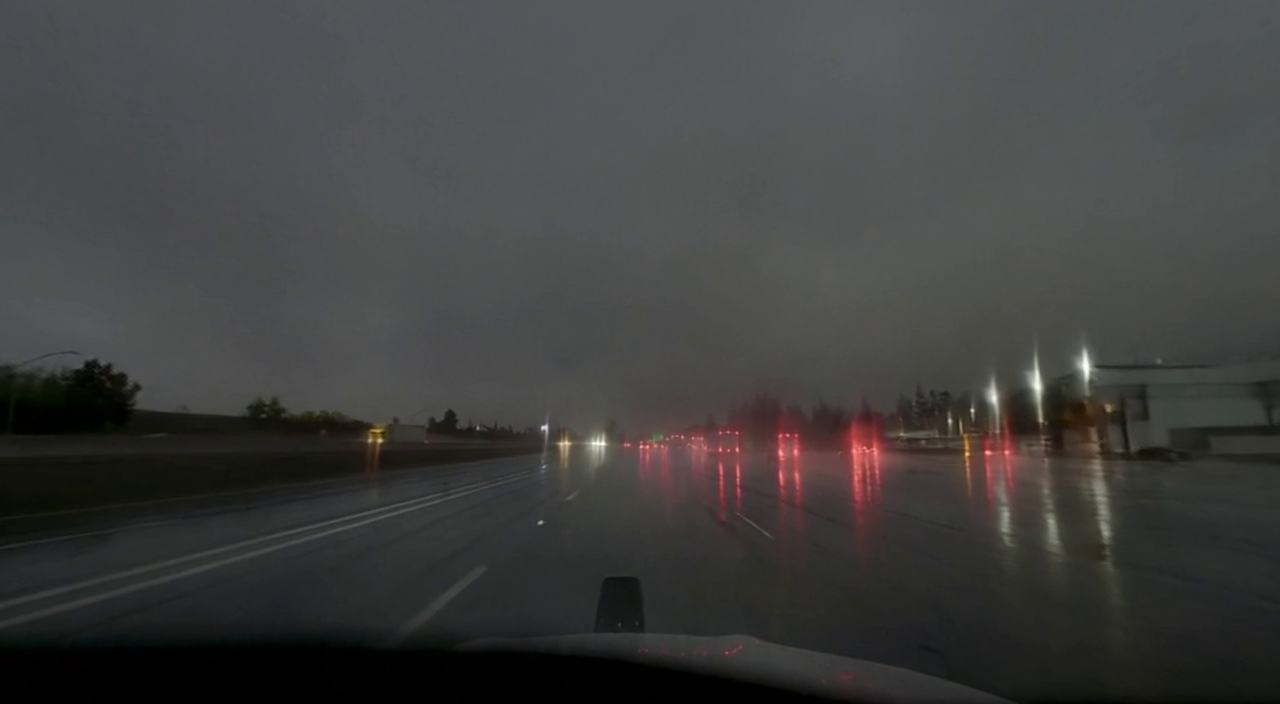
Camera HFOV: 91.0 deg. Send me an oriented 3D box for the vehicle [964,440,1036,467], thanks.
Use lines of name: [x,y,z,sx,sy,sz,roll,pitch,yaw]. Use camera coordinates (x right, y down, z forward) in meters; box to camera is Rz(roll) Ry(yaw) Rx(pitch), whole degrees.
vehicle: [27.161,7.663,47.765,2.074,1.881,5.056,1,-8,-6]

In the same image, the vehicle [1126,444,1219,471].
vehicle: [35.381,7.005,42.033,1.927,1.631,4.803,0,-8,-1]
